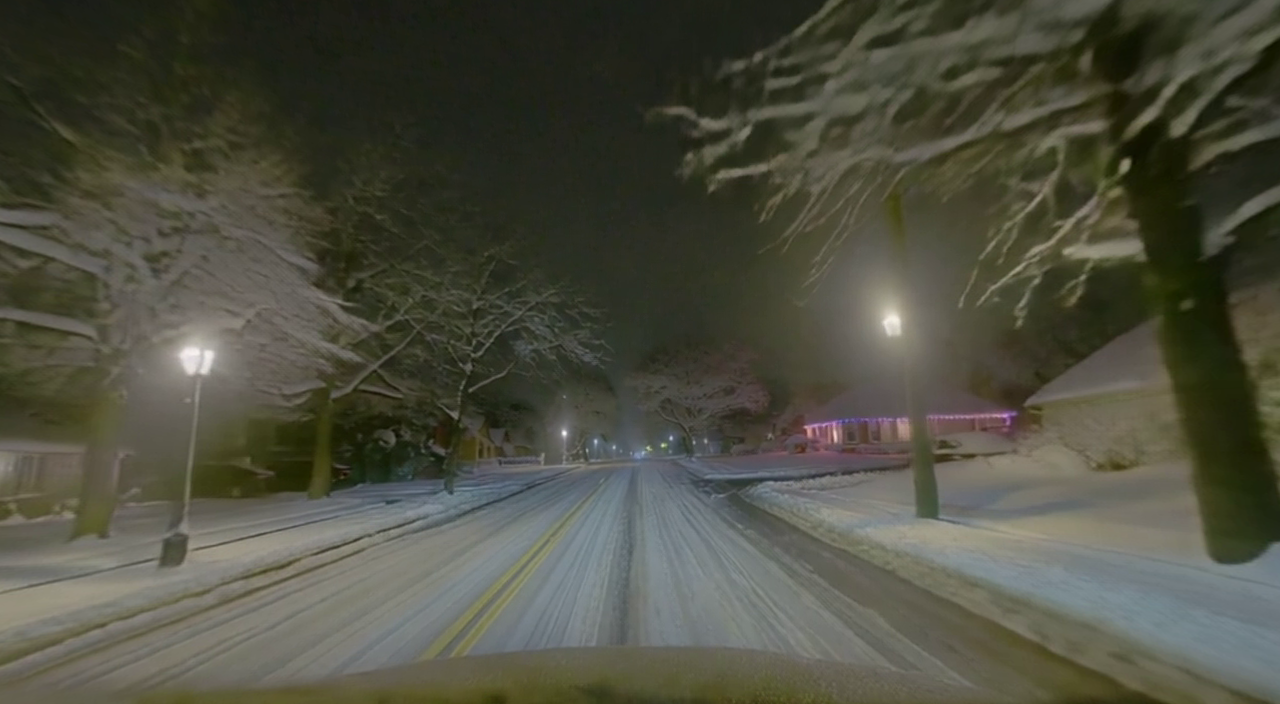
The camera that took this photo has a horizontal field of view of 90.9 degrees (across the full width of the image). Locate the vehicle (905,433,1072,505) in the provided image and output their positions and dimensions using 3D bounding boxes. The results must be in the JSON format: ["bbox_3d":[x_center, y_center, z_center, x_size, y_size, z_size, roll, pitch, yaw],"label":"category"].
[{"bbox_3d":[8.674,2.873,16.190,1.806,1.496,4.164,0,-6,-2],"label":"vehicle"}]

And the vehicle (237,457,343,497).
[{"bbox_3d":[-14.986,5.336,27.313,1.830,1.495,4.641,0,-8,1],"label":"vehicle"}]

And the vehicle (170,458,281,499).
[{"bbox_3d":[-17.839,5.422,27.376,1.903,1.500,4.214,0,-8,1],"label":"vehicle"}]
